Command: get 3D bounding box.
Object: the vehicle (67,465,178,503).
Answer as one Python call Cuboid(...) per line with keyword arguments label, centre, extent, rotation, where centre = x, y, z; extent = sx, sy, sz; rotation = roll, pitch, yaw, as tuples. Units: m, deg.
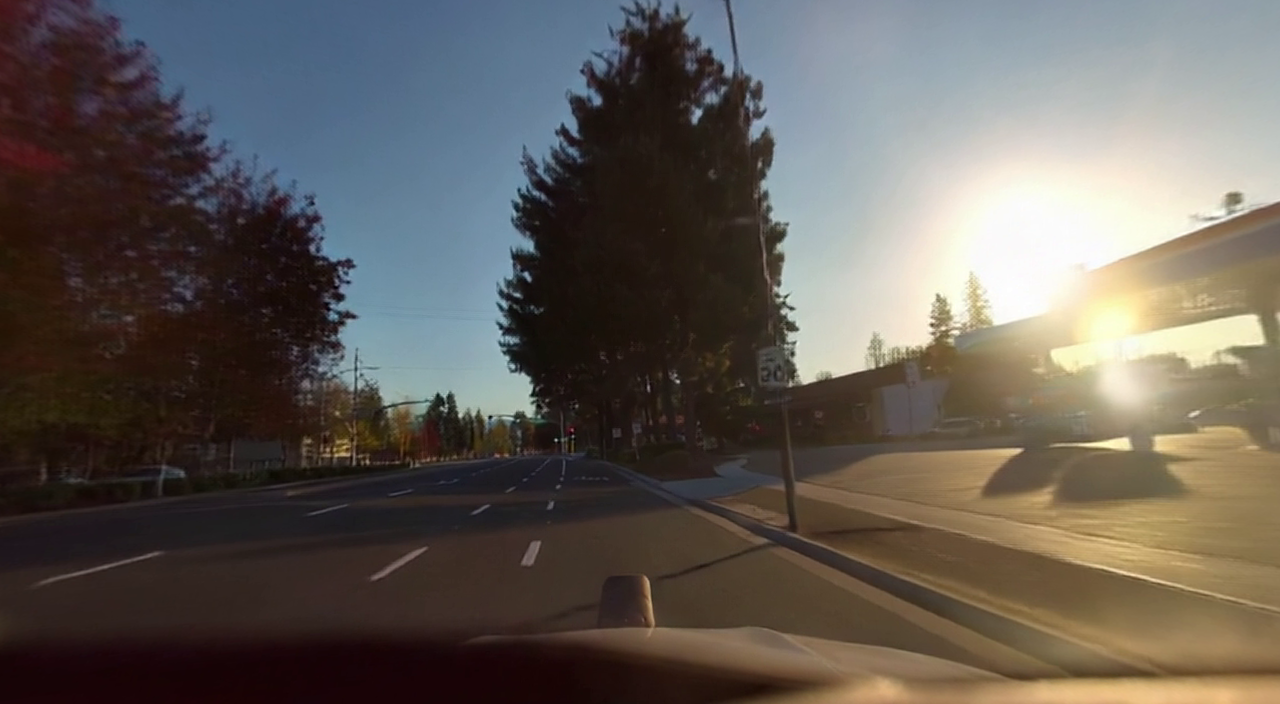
Cuboid(label="vehicle", centre=(-24.299, 6.177, 29.854), extent=(1.794, 1.468, 4.388), rotation=(1, -8, -5))
